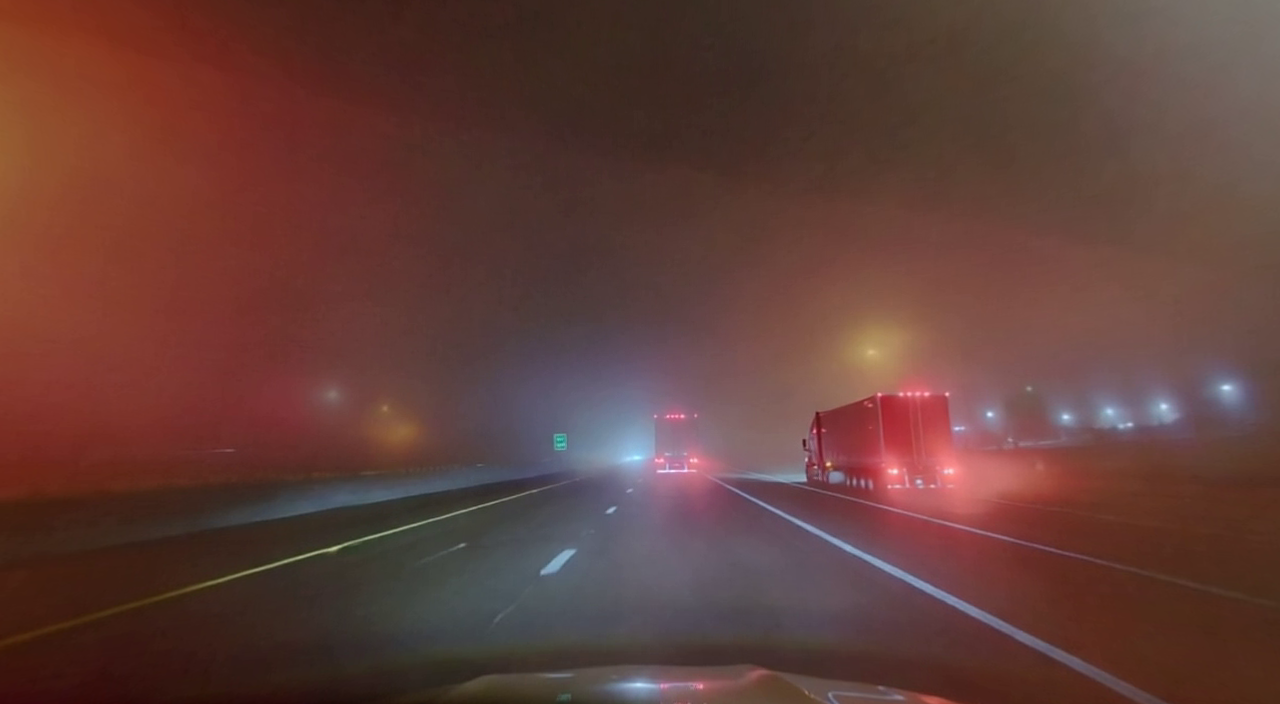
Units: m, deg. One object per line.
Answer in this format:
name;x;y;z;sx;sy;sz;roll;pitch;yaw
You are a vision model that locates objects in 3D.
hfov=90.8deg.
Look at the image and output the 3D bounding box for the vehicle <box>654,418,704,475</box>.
vehicle;2.959;7.233;47.784;3.244;3.713;12.155;-1;-9;4
